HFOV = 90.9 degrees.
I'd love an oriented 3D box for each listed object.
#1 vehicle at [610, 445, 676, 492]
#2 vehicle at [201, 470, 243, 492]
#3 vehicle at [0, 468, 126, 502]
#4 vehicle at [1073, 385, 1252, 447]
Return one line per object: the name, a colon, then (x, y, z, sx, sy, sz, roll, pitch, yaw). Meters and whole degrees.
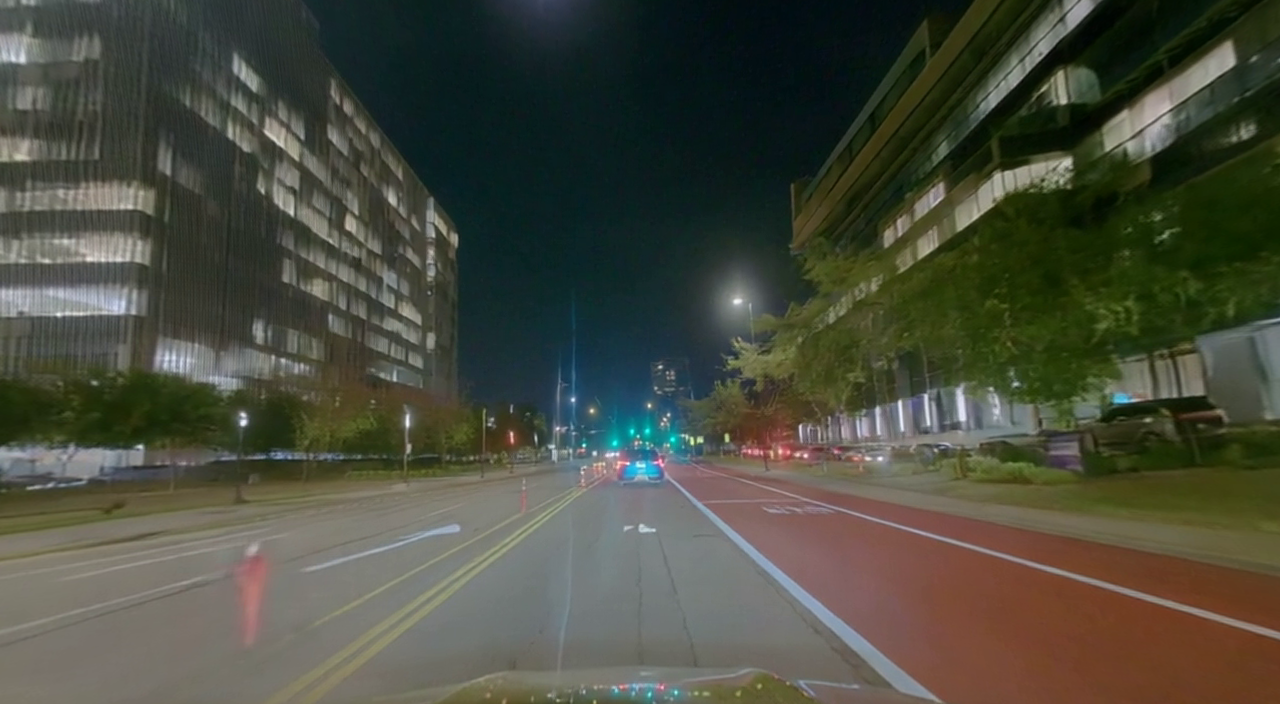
vehicle: (0.059, 3.972, 21.882, 2.063, 1.442, 4.135, 0, -9, -1)
vehicle: (-32.221, 9.880, 48.571, 1.970, 1.476, 3.940, 8, -12, -42)
vehicle: (-30.741, 7.034, 33.595, 4.962, 1.561, 1.997, 7, -12, -40)
vehicle: (15.174, 1.983, 18.652, 1.979, 1.460, 3.848, -1, -10, 2)
